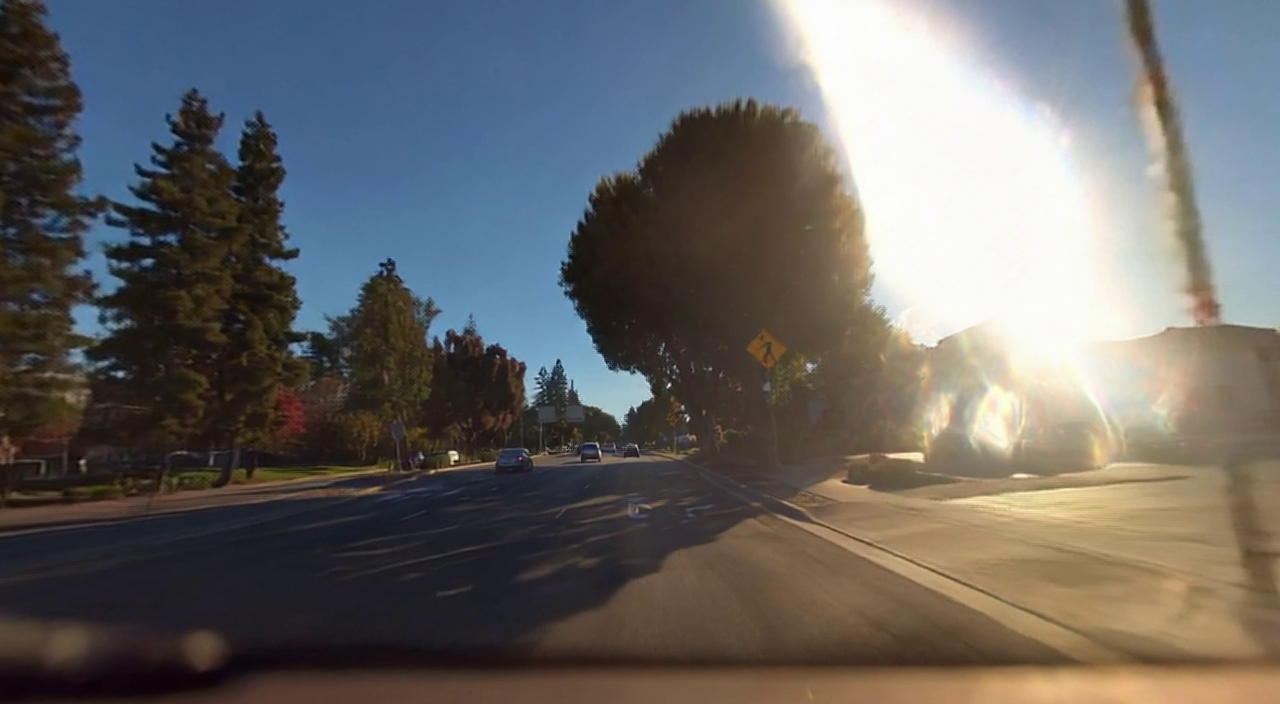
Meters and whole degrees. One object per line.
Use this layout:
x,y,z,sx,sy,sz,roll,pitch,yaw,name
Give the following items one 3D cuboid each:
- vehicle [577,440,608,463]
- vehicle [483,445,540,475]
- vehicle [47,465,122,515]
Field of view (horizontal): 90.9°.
-3.587,7.612,48.196,2.100,1.661,3.837,-1,-9,0,vehicle
-6.565,5.546,32.615,2.072,1.427,4.328,-1,-9,0,vehicle
-23.275,5.673,26.397,2.073,1.734,4.615,7,-11,-42,vehicle
